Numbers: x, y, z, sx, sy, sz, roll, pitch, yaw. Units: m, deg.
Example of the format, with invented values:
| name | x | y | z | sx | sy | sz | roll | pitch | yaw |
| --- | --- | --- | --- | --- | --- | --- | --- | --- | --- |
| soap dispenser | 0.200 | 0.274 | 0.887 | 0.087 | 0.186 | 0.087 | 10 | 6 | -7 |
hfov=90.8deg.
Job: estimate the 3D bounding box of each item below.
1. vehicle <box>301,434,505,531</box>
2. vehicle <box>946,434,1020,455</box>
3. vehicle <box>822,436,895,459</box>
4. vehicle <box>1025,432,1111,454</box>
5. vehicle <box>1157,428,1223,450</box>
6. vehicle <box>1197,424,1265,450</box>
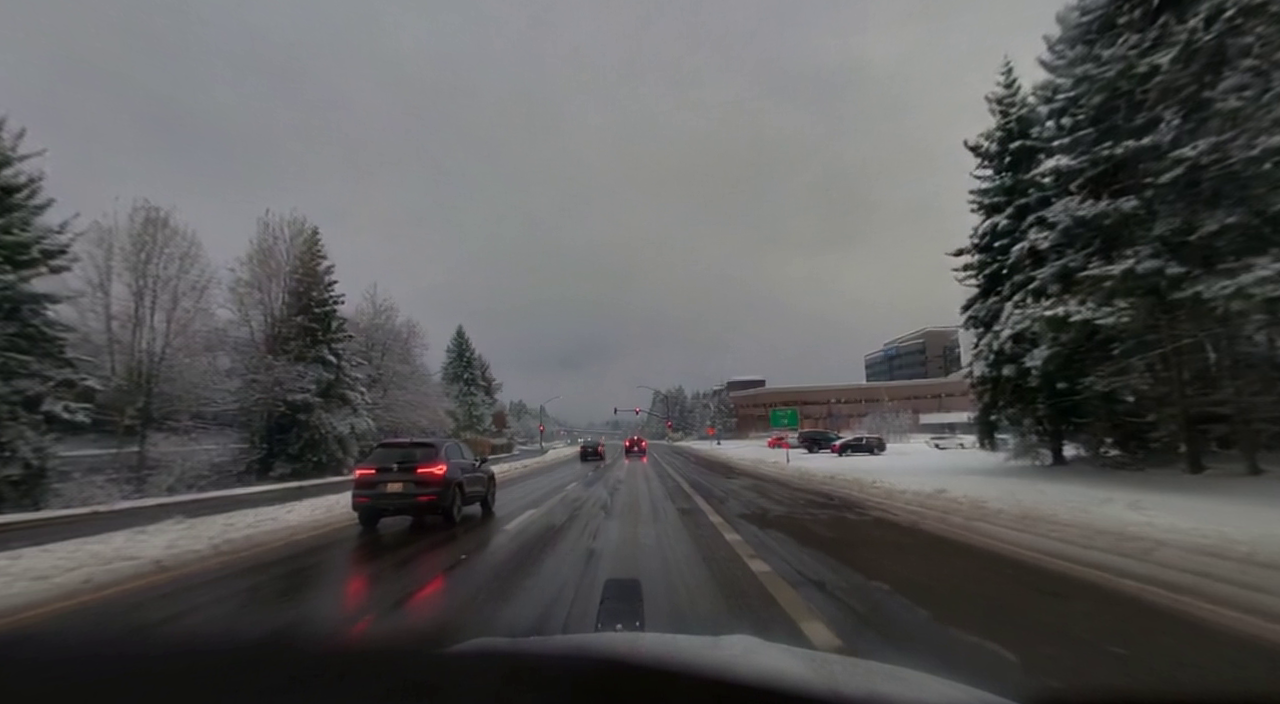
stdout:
| name | x | y | z | sx | sy | sz | roll | pitch | yaw |
| --- | --- | --- | --- | --- | --- | --- | --- | --- | --- |
| vehicle | -4.170 | 2.357 | 12.110 | 1.920 | 1.480 | 4.549 | -1 | -8 | 3 |
| vehicle | 24.972 | 6.753 | 46.181 | 4.528 | 1.450 | 1.889 | -4 | -9 | 25 |
| vehicle | 14.735 | 6.403 | 42.550 | 4.505 | 1.472 | 2.020 | 4 | -9 | -27 |
| vehicle | 29.526 | 6.319 | 43.753 | 4.650 | 1.445 | 1.982 | -5 | -10 | 28 |
| vehicle | 40.226 | 6.349 | 46.176 | 3.959 | 1.533 | 1.964 | 4 | -9 | -23 |
| vehicle | 40.008 | 5.761 | 42.731 | 4.191 | 1.660 | 2.091 | 5 | -10 | -30 |
